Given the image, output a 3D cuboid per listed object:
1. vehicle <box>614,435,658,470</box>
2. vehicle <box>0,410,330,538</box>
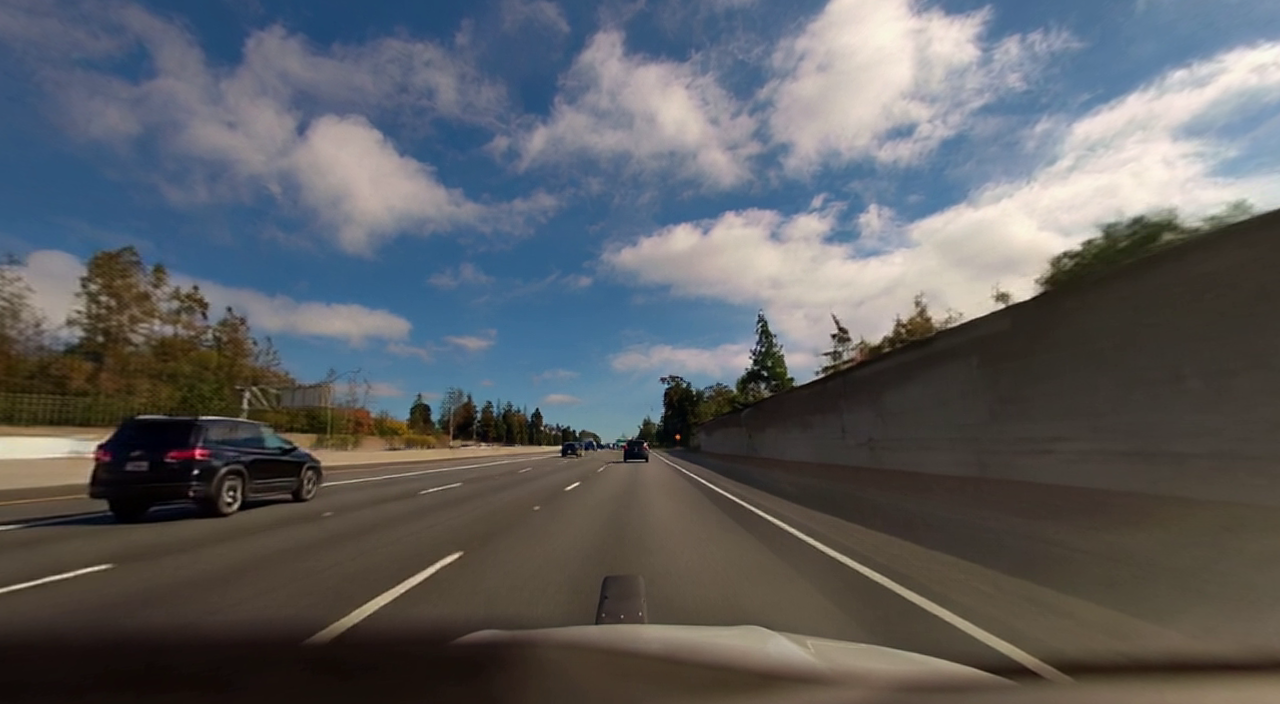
[{"bbox_3d":[-0.145,5.196,32.705,2.141,1.706,4.065,0,-8,1],"label":"vehicle"},{"bbox_3d":[-7.616,1.996,10.882,2.166,1.705,4.433,0,-8,1],"label":"vehicle"}]
